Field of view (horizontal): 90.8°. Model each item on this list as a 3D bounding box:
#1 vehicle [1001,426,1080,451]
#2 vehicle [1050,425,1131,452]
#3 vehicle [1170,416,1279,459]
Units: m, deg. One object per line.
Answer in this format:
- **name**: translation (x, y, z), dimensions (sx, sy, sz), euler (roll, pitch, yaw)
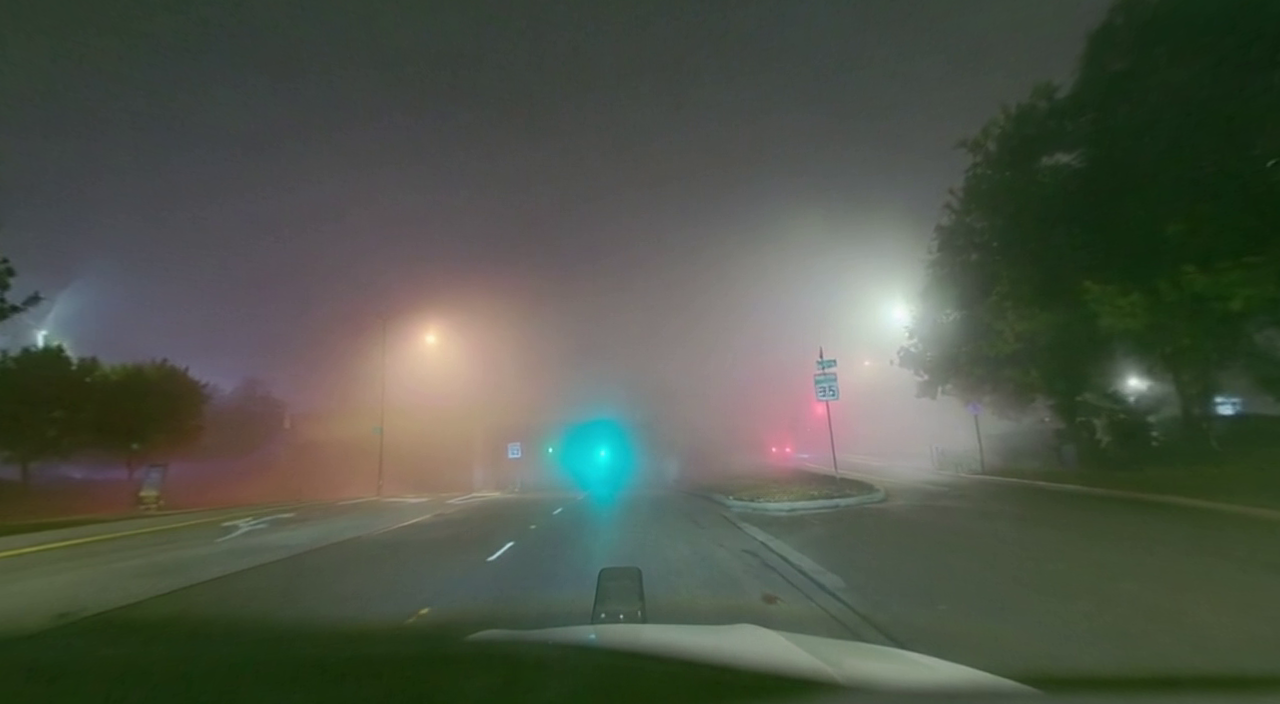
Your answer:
- **vehicle**: translation (24.677, 5.381, 39.105), dimensions (1.931, 1.465, 4.207), euler (0, -8, -4)
- **vehicle**: translation (27.386, 5.242, 38.559), dimensions (1.901, 1.525, 3.948), euler (-1, -7, -3)
- **vehicle**: translation (25.175, 3.520, 26.433), dimensions (1.794, 1.488, 4.553), euler (0, -4, -5)
